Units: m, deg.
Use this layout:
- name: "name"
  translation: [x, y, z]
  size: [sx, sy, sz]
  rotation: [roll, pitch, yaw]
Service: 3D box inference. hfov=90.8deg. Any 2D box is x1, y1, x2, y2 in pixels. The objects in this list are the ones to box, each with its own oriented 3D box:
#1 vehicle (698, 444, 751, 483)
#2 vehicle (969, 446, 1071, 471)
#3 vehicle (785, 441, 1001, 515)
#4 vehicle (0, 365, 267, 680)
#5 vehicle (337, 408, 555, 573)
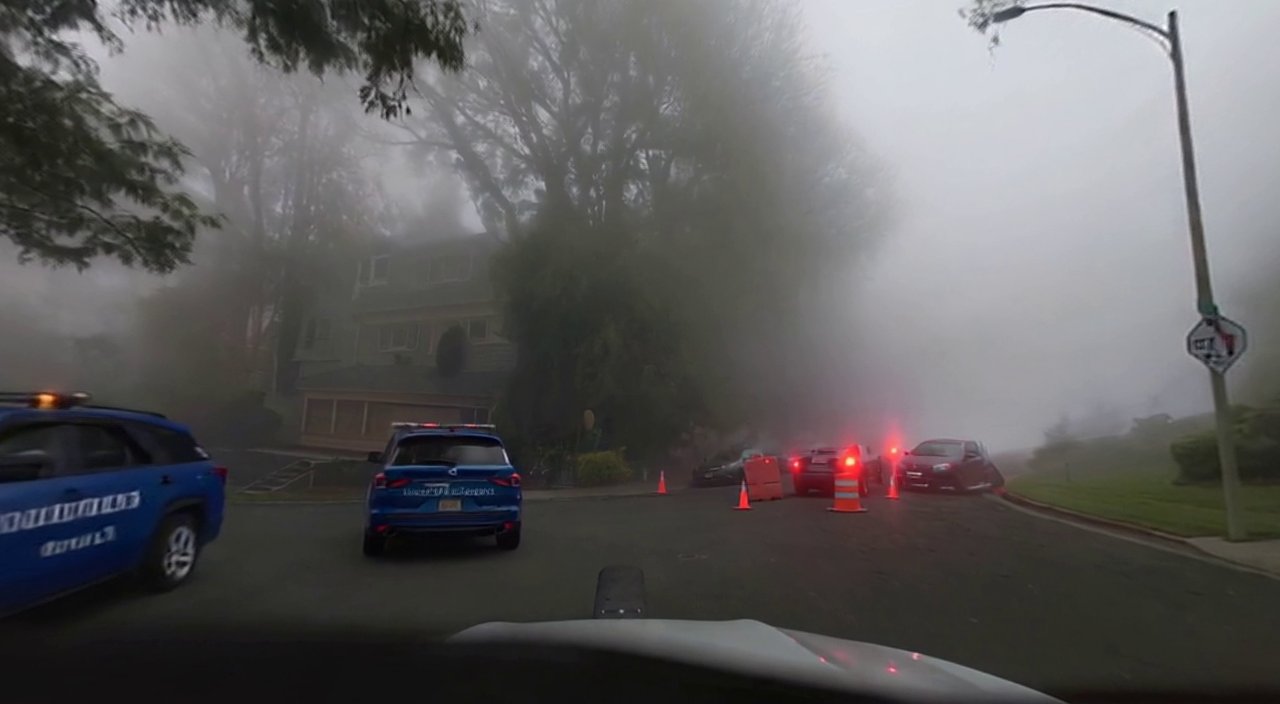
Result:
- name: "vehicle"
  translation: [4.246, 5.446, 31.232]
  size: [2.014, 1.742, 4.297]
  rotation: [-2, -9, 15]
- name: "vehicle"
  translation: [23.774, 6.668, 39.694]
  size: [5.066, 1.534, 1.905]
  rotation: [-2, -9, 11]
- name: "vehicle"
  translation: [6.319, 3.091, 15.967]
  size: [4.656, 1.577, 2.099]
  rotation: [1, -8, -15]
- name: "vehicle"
  translation: [-5.284, 1.183, 4.778]
  size: [2.471, 1.892, 4.952]
  rotation: [1, -9, -9]
- name: "vehicle"
  translation: [-2.991, 1.827, 9.147]
  size: [2.350, 1.748, 4.094]
  rotation: [4, -9, -24]
